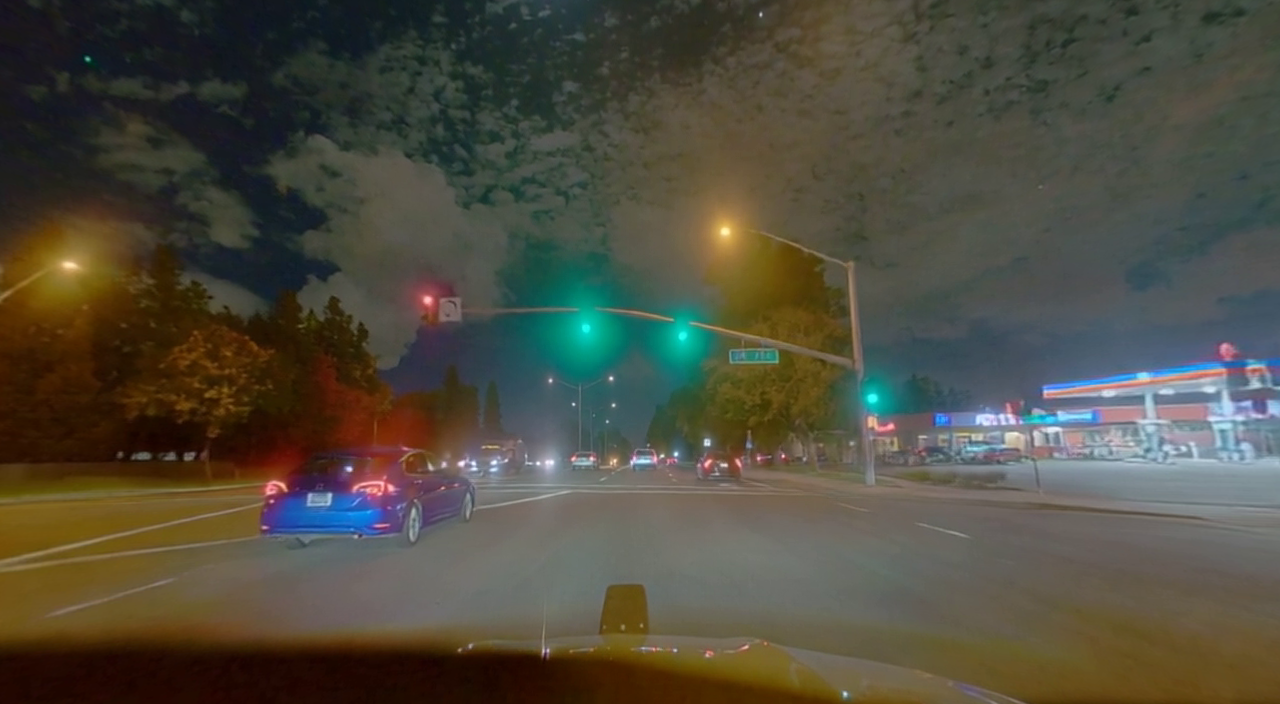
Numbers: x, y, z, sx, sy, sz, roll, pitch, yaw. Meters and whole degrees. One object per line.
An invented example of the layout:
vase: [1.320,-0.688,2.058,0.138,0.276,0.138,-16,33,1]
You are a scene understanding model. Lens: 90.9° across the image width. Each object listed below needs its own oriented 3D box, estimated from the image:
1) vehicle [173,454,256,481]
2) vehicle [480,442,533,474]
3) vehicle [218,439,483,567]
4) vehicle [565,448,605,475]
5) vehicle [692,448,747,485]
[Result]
vehicle: [-32.895,8.934,48.994,2.197,1.842,5.801,0,-8,2]
vehicle: [-8.359,6.695,40.112,2.370,1.909,5.431,1,-8,-2]
vehicle: [-3.964,2.104,9.658,1.803,1.463,4.422,0,-8,2]
vehicle: [-3.152,6.375,37.000,1.841,1.474,4.038,0,-8,2]
vehicle: [3.409,4.990,27.724,1.883,1.465,3.975,0,-8,0]
